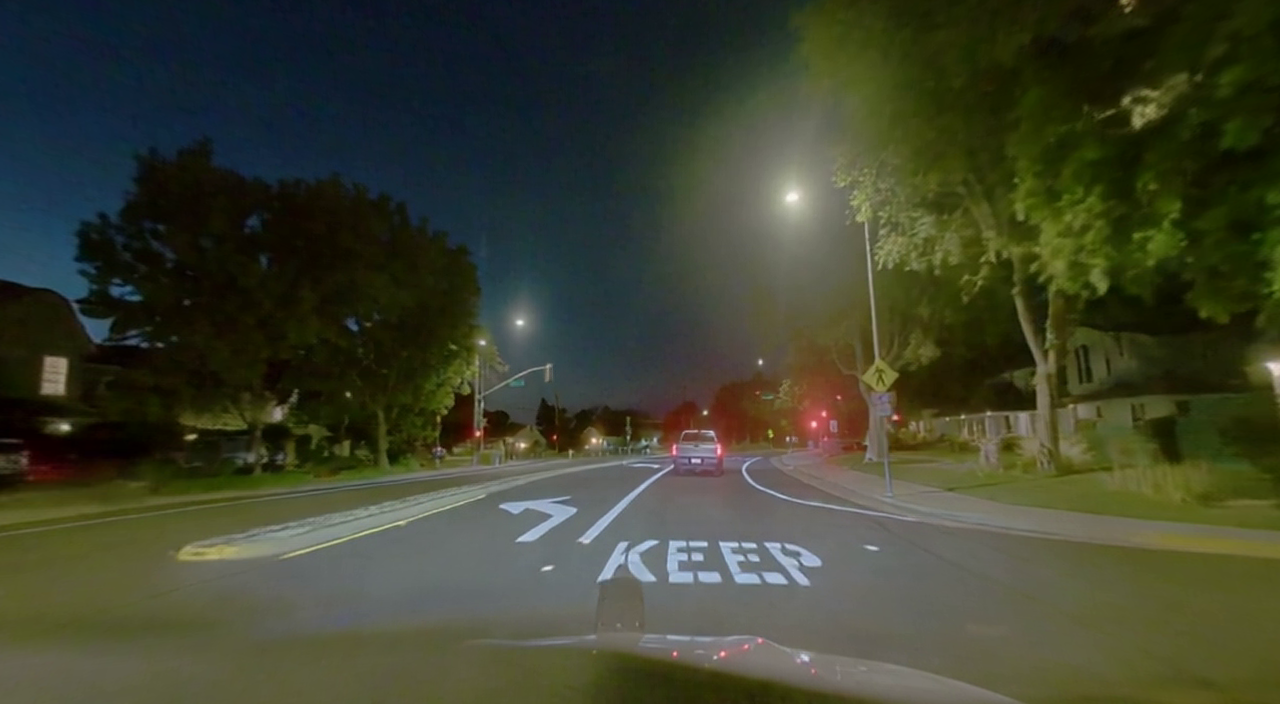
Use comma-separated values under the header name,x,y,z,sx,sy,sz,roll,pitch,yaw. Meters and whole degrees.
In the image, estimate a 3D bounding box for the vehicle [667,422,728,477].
name,x,y,z,sx,sy,sz,roll,pitch,yaw
vehicle,2.385,3.853,25.059,2.153,1.942,4.767,-1,-8,8

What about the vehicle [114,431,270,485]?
name,x,y,z,sx,sy,sz,roll,pitch,yaw
vehicle,-19.857,4.694,28.203,5.208,1.960,2.385,-3,-8,0

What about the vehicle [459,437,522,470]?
name,x,y,z,sx,sy,sz,roll,pitch,yaw
vehicle,-9.251,6.314,39.602,2.053,1.822,4.852,-3,-7,11

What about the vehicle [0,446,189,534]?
name,x,y,z,sx,sy,sz,roll,pitch,yaw
vehicle,-12.753,2.949,14.080,1.873,1.508,4.483,-2,-7,4
